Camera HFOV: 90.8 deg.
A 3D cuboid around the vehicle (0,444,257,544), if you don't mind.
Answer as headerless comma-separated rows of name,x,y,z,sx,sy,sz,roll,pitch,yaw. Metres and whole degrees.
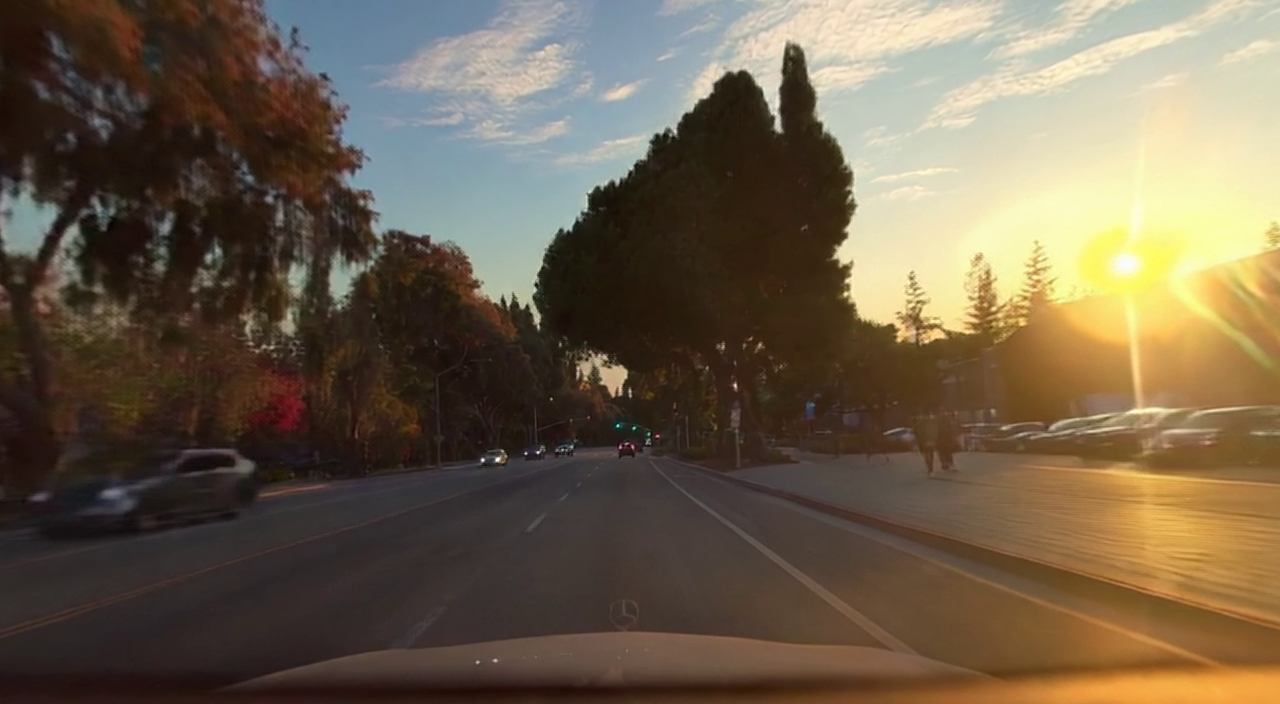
vehicle,-10.573,2.852,13.503,2.000,1.728,4.510,1,-8,-2
